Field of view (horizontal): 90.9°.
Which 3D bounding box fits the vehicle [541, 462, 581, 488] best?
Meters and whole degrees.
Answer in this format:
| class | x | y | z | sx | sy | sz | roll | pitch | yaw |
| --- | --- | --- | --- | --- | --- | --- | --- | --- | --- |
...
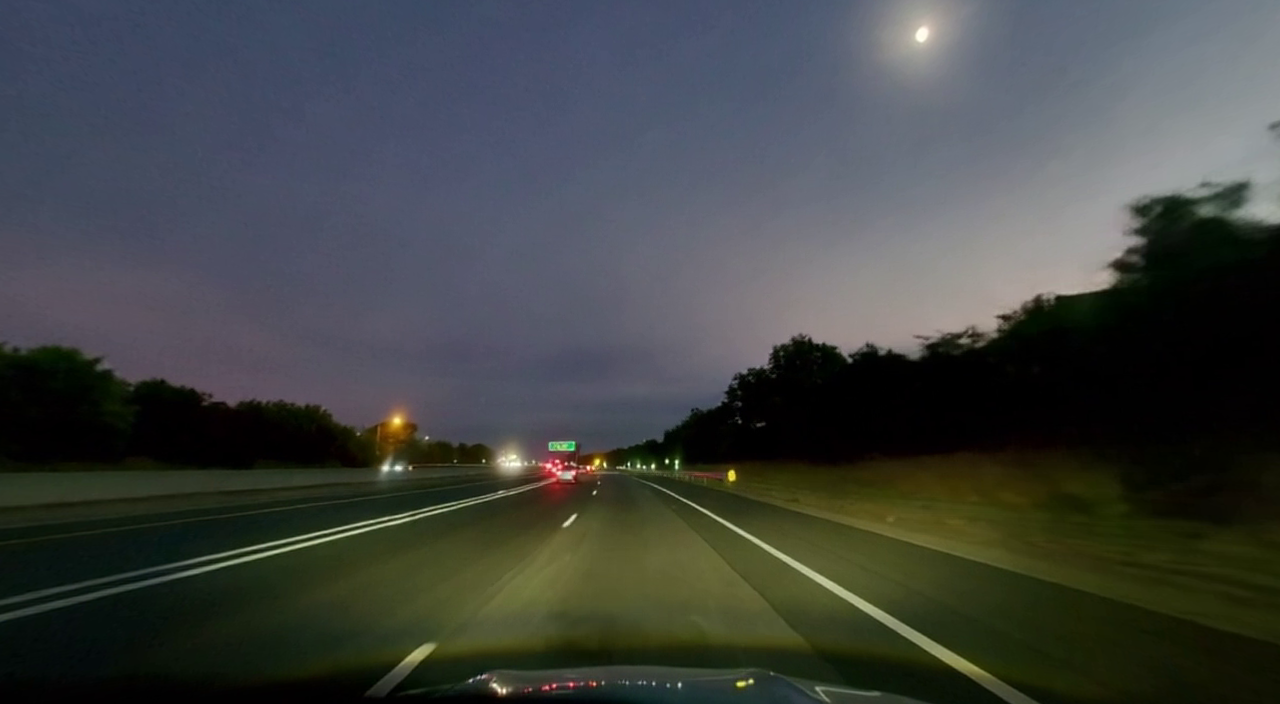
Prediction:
| class | x | y | z | sx | sy | sz | roll | pitch | yaw |
| --- | --- | --- | --- | --- | --- | --- | --- | --- | --- |
| vehicle | -4.954 | 7.835 | 40.241 | 2.115 | 1.546 | 4.638 | 1 | -10 | -2 |
